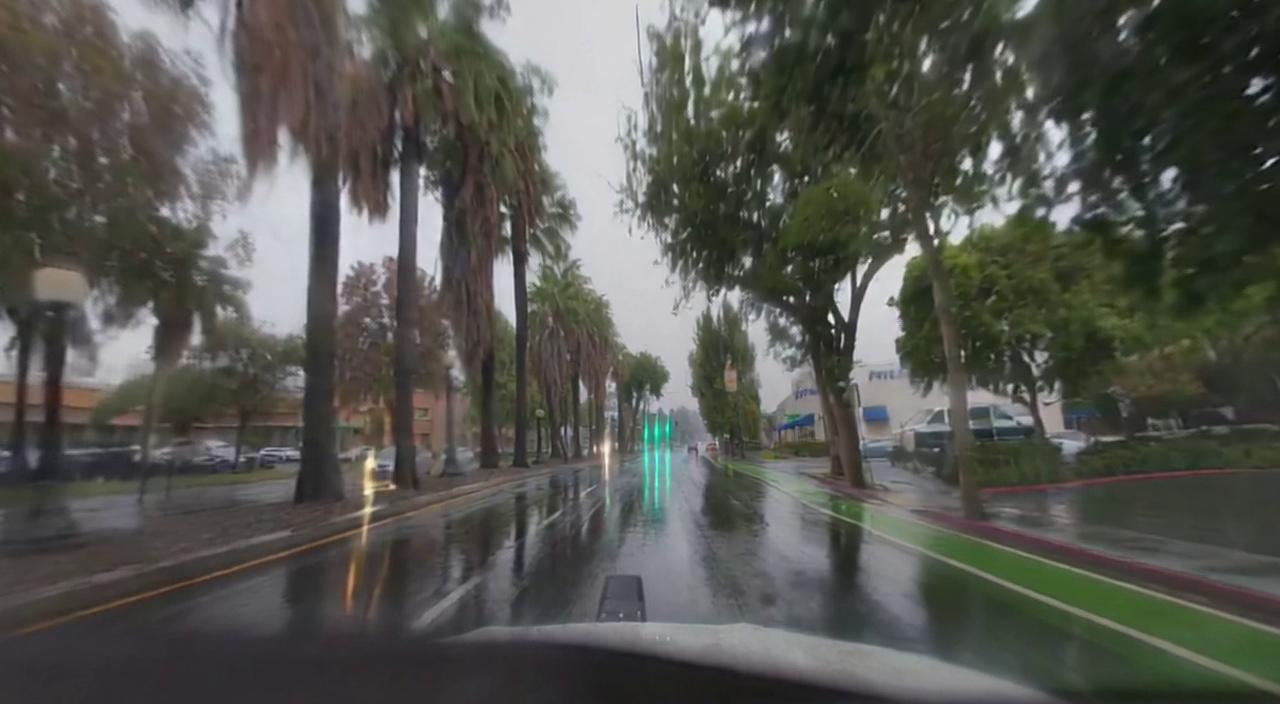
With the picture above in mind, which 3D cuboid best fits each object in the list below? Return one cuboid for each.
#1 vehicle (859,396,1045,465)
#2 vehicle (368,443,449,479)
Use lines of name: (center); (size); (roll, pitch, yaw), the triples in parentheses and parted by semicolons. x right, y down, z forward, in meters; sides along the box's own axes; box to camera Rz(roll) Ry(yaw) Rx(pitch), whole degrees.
vehicle: (15.008, 3.823, 30.739); (7.635, 3.131, 2.691); (0, -9, -5)
vehicle: (-10.479, 4.959, 28.953); (1.925, 1.492, 4.200); (-1, -9, 3)
